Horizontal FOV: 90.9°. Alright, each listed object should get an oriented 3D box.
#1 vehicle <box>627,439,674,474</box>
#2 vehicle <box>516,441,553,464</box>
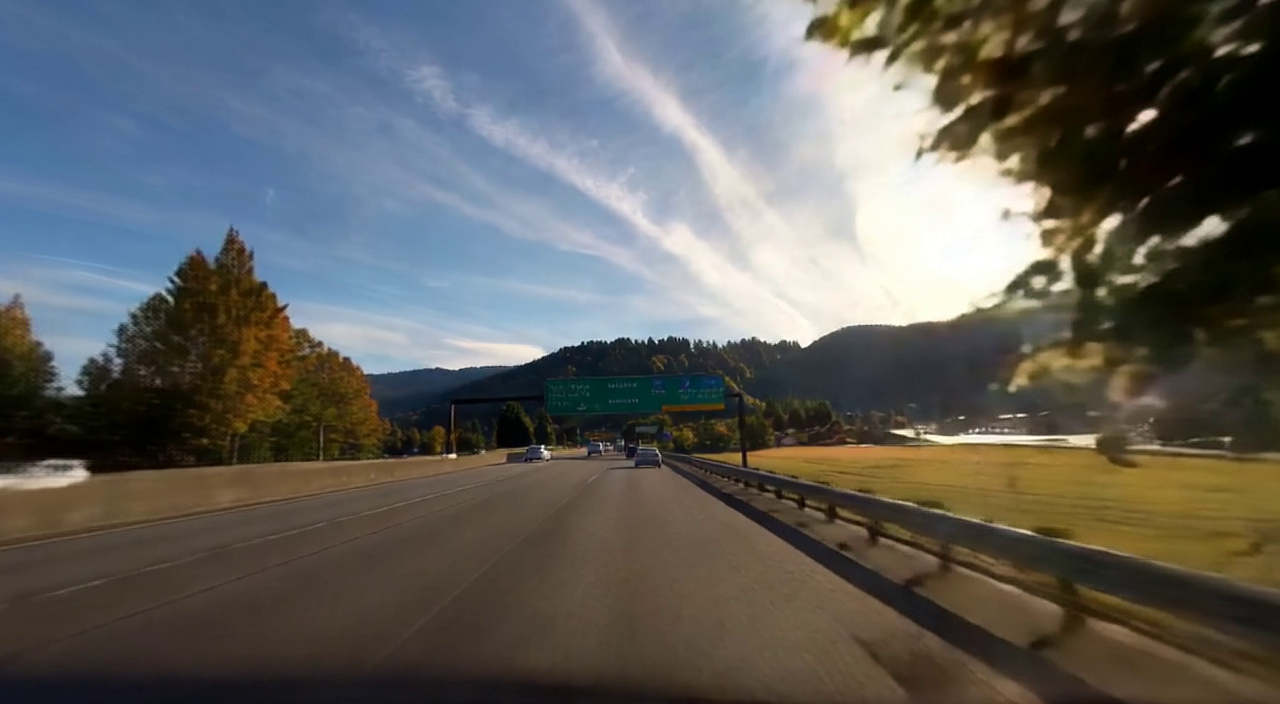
[{"bbox_3d":[0.395,4.860,29.518,2.019,1.475,4.301,0,-9,-1],"label":"vehicle"},{"bbox_3d":[-7.128,6.848,42.894,1.955,1.468,3.637,0,-9,0],"label":"vehicle"}]
